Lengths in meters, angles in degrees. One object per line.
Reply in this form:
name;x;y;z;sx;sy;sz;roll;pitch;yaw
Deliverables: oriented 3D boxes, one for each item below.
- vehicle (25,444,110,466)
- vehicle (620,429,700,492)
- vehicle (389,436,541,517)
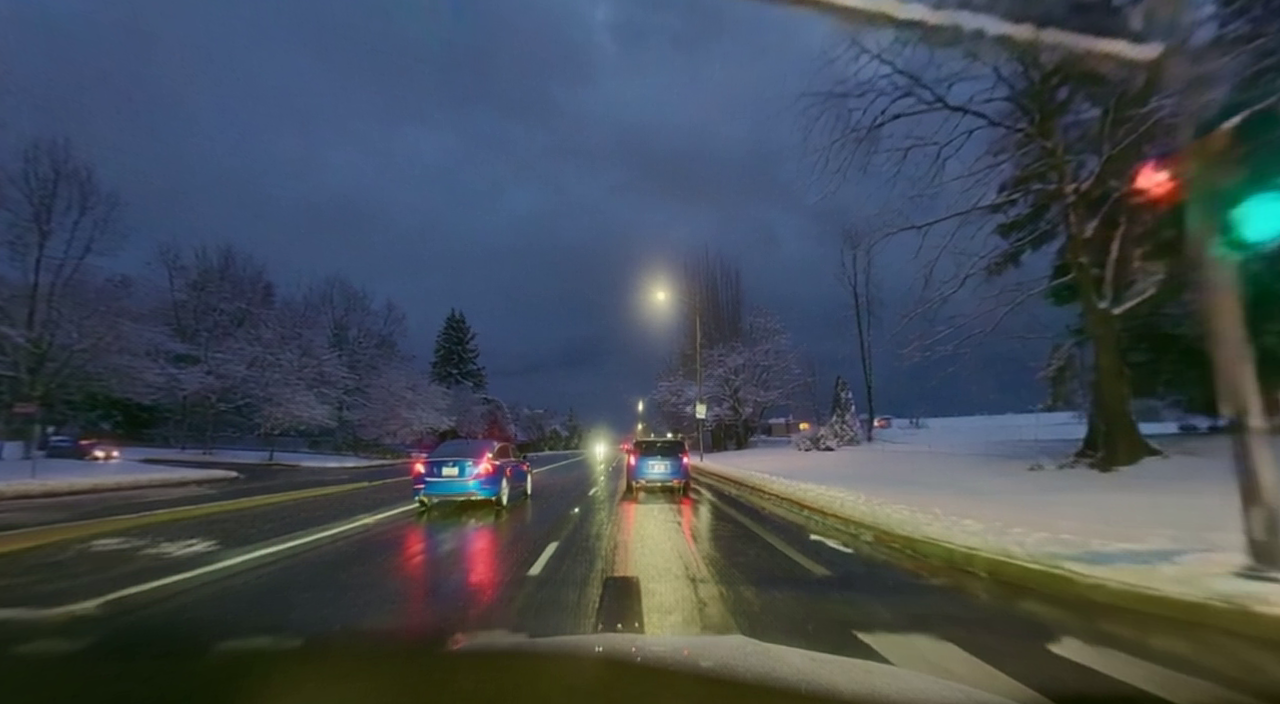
vehicle;-40.704;7.328;44.917;1.856;1.459;4.521;0;-8;-1
vehicle;0.497;3.455;20.475;2.215;1.799;4.426;0;-8;-3
vehicle;-3.466;2.533;13.393;2.036;1.447;4.044;0;-8;0
